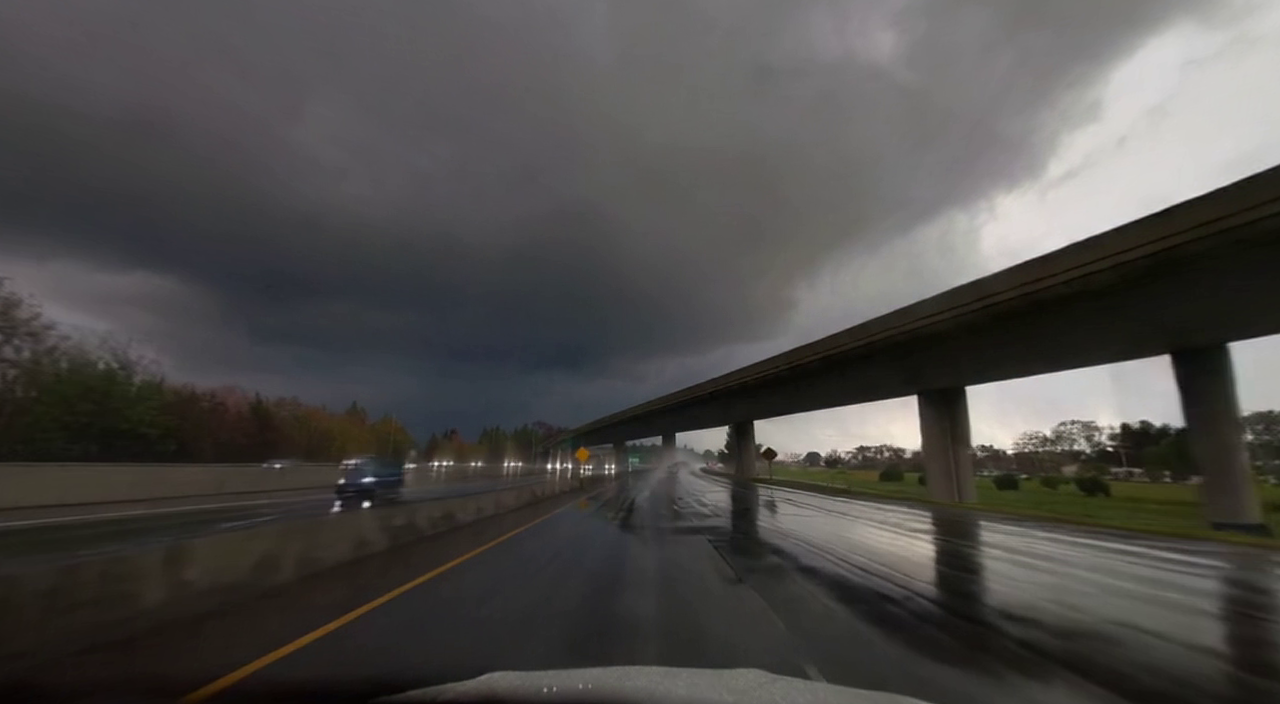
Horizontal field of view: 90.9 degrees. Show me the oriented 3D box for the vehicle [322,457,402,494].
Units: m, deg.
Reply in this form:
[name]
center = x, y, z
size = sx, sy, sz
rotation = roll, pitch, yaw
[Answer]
[vehicle]
center = -13.320, 5.956, 30.461
size = 1.873, 1.606, 4.212
rotation = 1, -10, 0
